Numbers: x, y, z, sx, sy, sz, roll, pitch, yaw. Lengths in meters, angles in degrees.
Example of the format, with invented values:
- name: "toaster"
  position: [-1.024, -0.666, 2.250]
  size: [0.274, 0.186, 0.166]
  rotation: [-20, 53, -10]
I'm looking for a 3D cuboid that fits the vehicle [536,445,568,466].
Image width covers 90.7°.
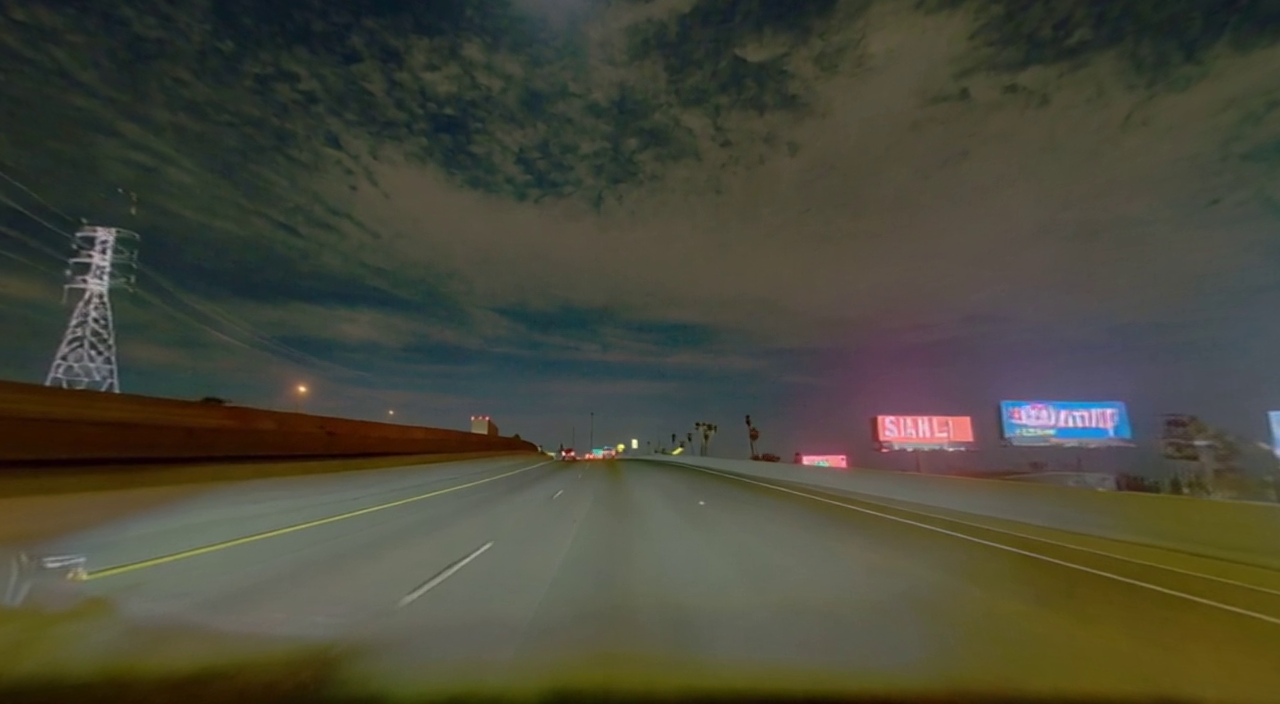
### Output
- name: "vehicle"
  position: [-6.412, 7.579, 46.470]
  size: [1.921, 1.420, 4.078]
  rotation: [0, -9, -3]
